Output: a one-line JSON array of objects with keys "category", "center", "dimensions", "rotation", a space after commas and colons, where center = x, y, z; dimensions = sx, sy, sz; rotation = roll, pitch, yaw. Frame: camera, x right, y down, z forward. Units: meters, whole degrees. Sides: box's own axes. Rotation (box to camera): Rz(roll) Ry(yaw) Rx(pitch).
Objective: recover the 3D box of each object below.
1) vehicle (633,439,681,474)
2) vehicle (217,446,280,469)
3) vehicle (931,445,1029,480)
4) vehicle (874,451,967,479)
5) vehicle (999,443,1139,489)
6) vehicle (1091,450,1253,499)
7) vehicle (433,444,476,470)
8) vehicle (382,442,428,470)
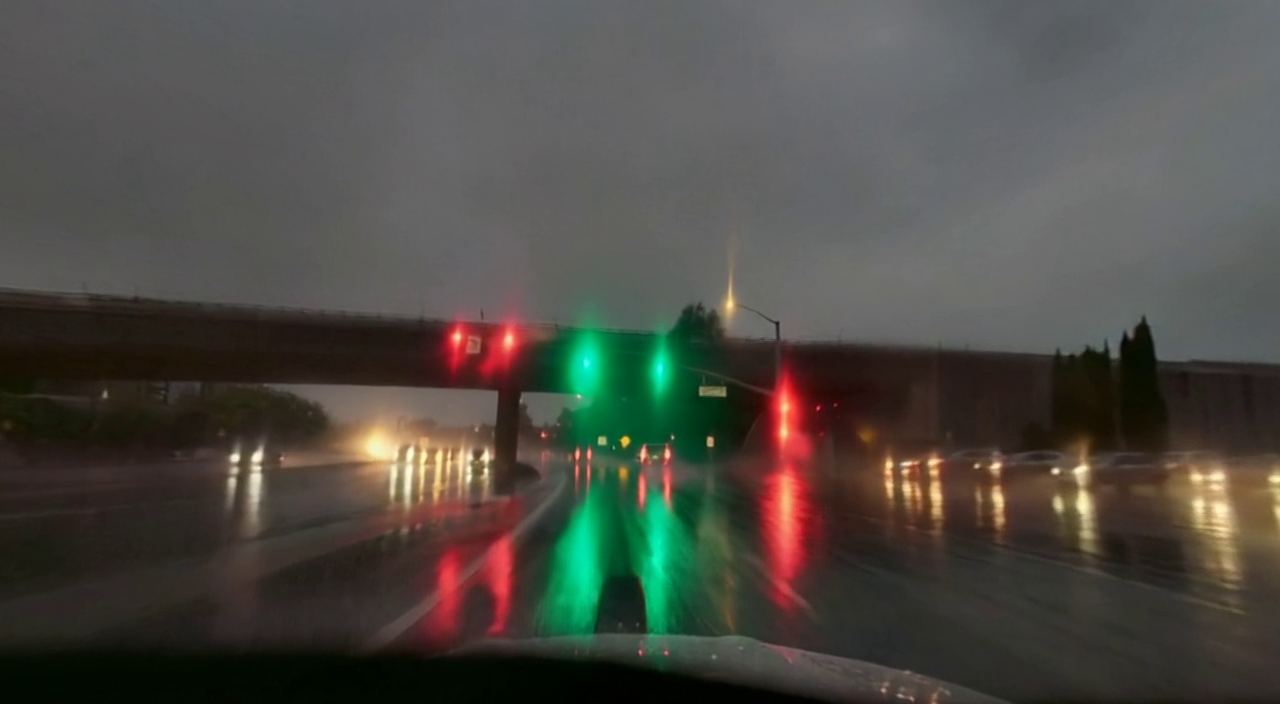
[{"category": "vehicle", "center": [0.845, 5.557, 33.750], "dimensions": [2.024, 1.724, 3.928], "rotation": [2, -9, -7]}, {"category": "vehicle", "center": [-27.734, 7.479, 44.981], "dimensions": [2.020, 1.515, 4.808], "rotation": [2, -9, -9]}, {"category": "vehicle", "center": [16.681, 5.409, 31.019], "dimensions": [4.154, 1.603, 1.834], "rotation": [4, -9, -20]}, {"category": "vehicle", "center": [15.392, 6.202, 34.721], "dimensions": [4.490, 1.430, 1.996], "rotation": [4, -9, -20]}, {"category": "vehicle", "center": [16.635, 4.404, 24.545], "dimensions": [4.501, 1.631, 2.165], "rotation": [4, -9, -20]}, {"category": "vehicle", "center": [17.267, 3.931, 20.530], "dimensions": [4.538, 1.417, 1.948], "rotation": [4, -9, -21]}, {"category": "vehicle", "center": [-12.188, 6.921, 41.757], "dimensions": [1.961, 1.492, 4.479], "rotation": [1, -7, -7]}, {"category": "vehicle", "center": [-15.035, 6.652, 40.635], "dimensions": [1.989, 1.619, 4.612], "rotation": [2, -7, -11]}]
